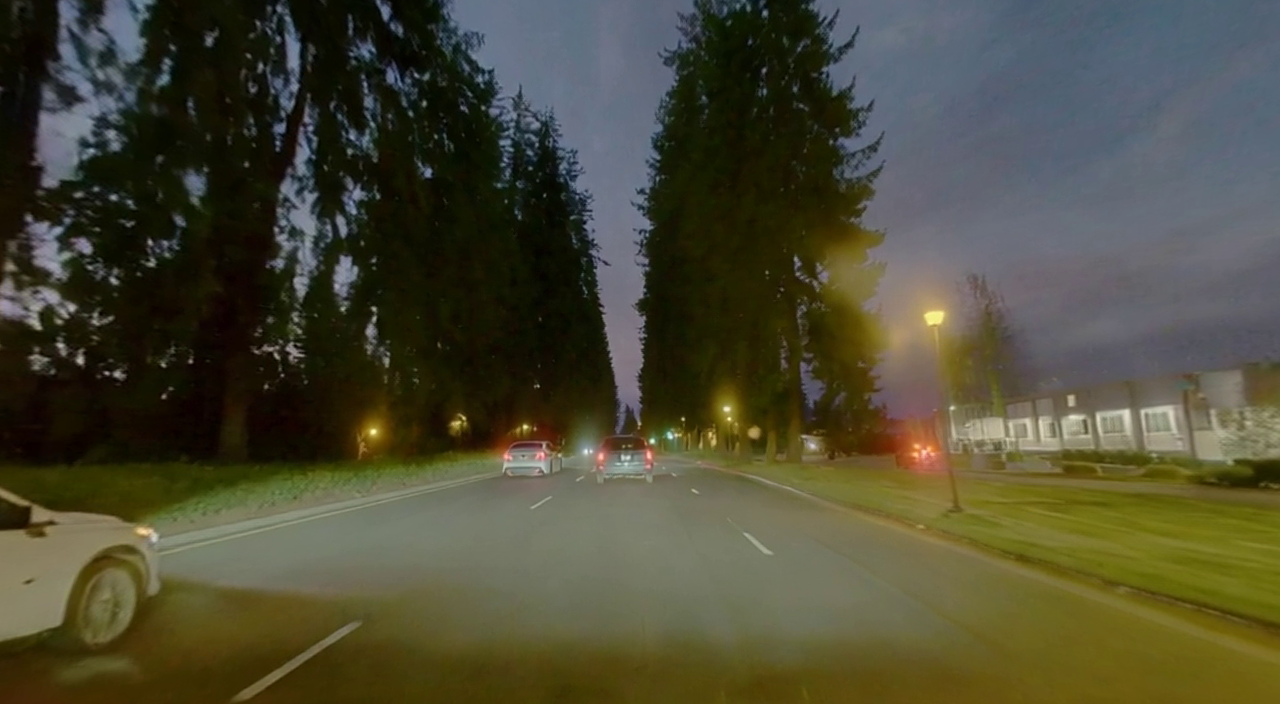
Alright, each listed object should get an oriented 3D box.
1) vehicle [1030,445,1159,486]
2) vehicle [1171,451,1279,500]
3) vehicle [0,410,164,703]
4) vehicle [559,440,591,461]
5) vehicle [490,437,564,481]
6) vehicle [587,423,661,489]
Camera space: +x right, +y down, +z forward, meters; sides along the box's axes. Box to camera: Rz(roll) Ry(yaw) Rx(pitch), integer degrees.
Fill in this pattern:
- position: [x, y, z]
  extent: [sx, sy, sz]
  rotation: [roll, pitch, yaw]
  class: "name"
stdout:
- position: [20.507, 5.098, 28.646]
  extent: [4.387, 1.752, 1.903]
  rotation: [0, -8, -3]
  class: "vehicle"
- position: [20.451, 4.007, 20.786]
  extent: [4.211, 1.477, 2.000]
  rotation: [1, -9, -5]
  class: "vehicle"
- position: [-4.128, 0.854, 1.875]
  extent: [1.959, 1.485, 4.452]
  rotation: [0, -8, 0]
  class: "vehicle"
- position: [-4.662, 7.139, 45.871]
  extent: [1.831, 1.445, 3.851]
  rotation: [0, -8, 1]
  class: "vehicle"
- position: [-4.081, 3.944, 23.532]
  extent: [1.917, 1.448, 4.178]
  rotation: [0, -8, 1]
  class: "vehicle"
- position: [-0.470, 3.142, 19.295]
  extent: [2.018, 1.769, 3.897]
  rotation: [0, -8, -1]
  class: "vehicle"
